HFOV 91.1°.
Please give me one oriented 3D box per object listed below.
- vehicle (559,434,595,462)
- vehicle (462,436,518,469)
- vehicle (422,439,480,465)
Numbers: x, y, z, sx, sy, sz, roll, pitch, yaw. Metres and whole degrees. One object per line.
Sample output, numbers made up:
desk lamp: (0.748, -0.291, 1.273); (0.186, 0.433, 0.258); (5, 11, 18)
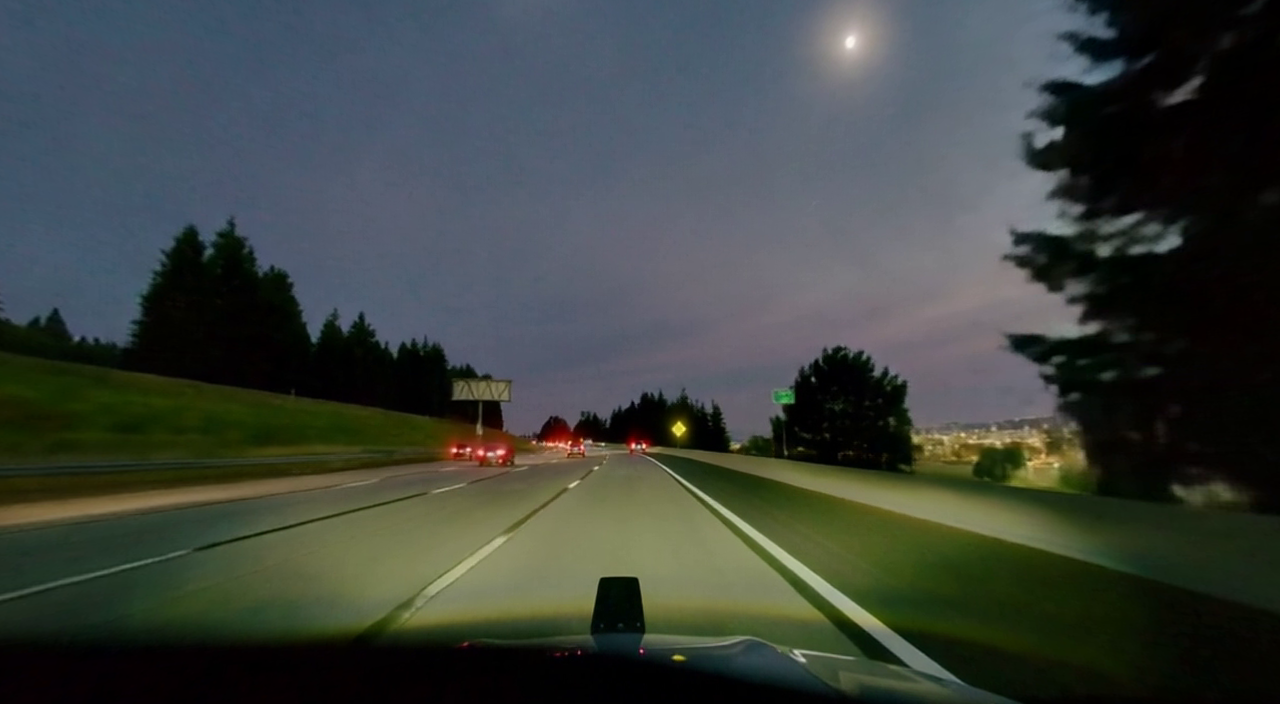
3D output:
vehicle: (-4.345, 6.691, 43.946); (2.138, 1.833, 4.622); (0, -8, -1)
vehicle: (-8.035, 5.409, 34.025); (2.015, 1.651, 4.432); (0, -8, -1)
vehicle: (-11.679, 6.208, 39.156); (2.100, 1.537, 5.092); (0, -8, -1)
